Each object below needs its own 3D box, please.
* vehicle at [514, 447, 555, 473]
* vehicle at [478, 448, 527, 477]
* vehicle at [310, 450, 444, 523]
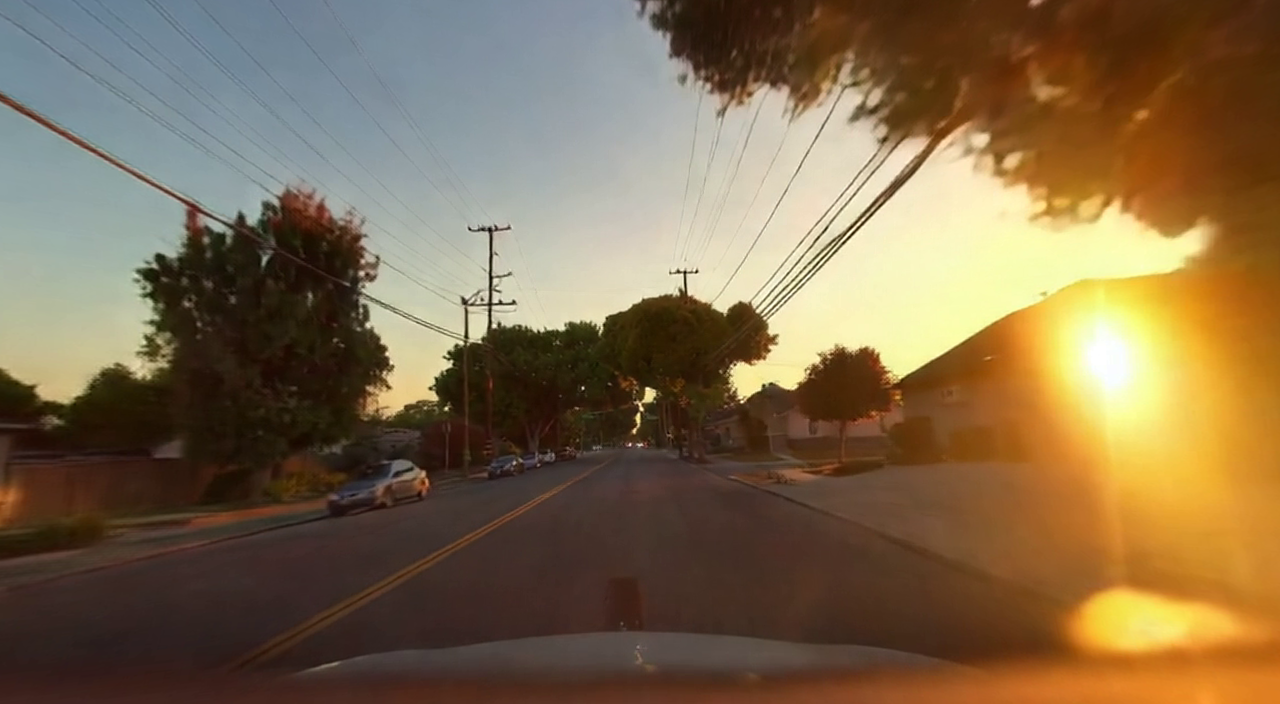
[{"bbox_3d":[-7.612,7.804,46.098,1.839,1.494,4.757,-9,-9,2],"label":"vehicle"},{"bbox_3d":[-7.757,6.271,35.997,1.949,1.512,3.818,0,-8,0],"label":"vehicle"},{"bbox_3d":[-7.236,3.691,17.905,1.869,1.442,4.344,-9,-8,-1],"label":"vehicle"}]
